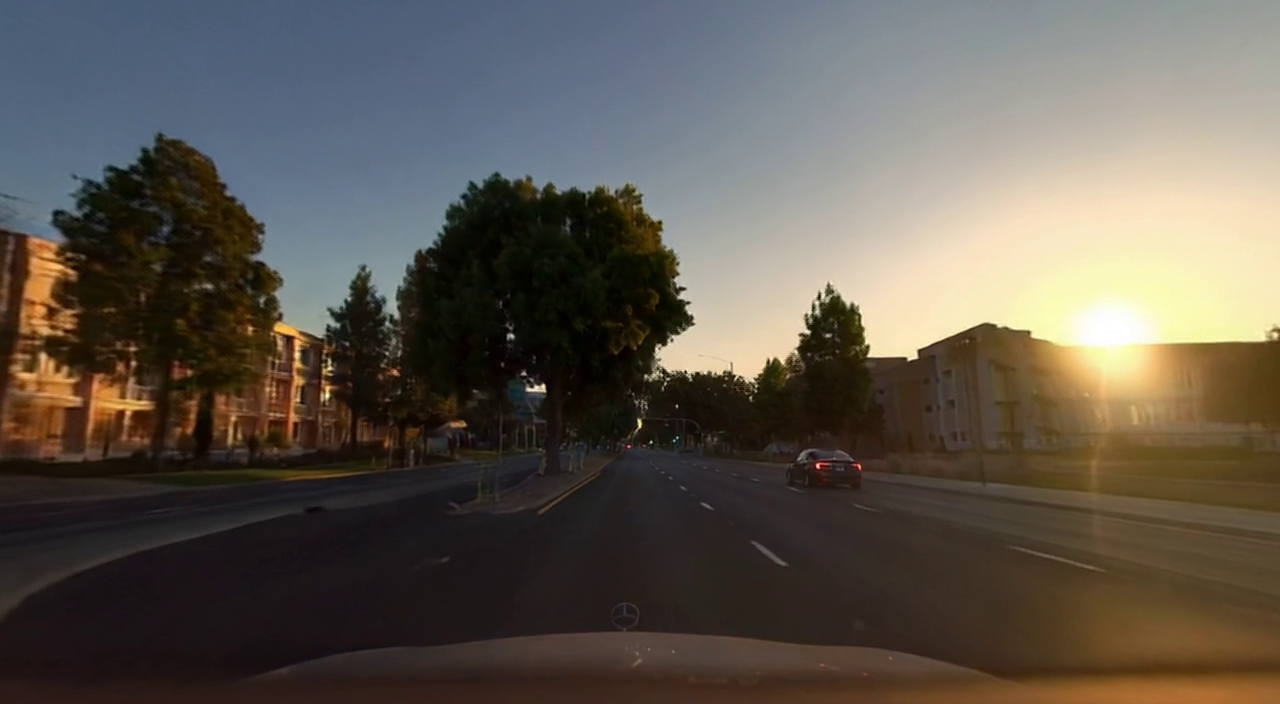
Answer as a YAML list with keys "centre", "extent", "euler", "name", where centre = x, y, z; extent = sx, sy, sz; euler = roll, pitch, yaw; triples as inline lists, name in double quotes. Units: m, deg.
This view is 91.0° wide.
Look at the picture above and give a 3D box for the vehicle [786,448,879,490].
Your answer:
- centre: [7.264, 4.437, 24.246]
  extent: [2.054, 1.421, 4.487]
  euler: [0, -9, -1]
  name: "vehicle"
